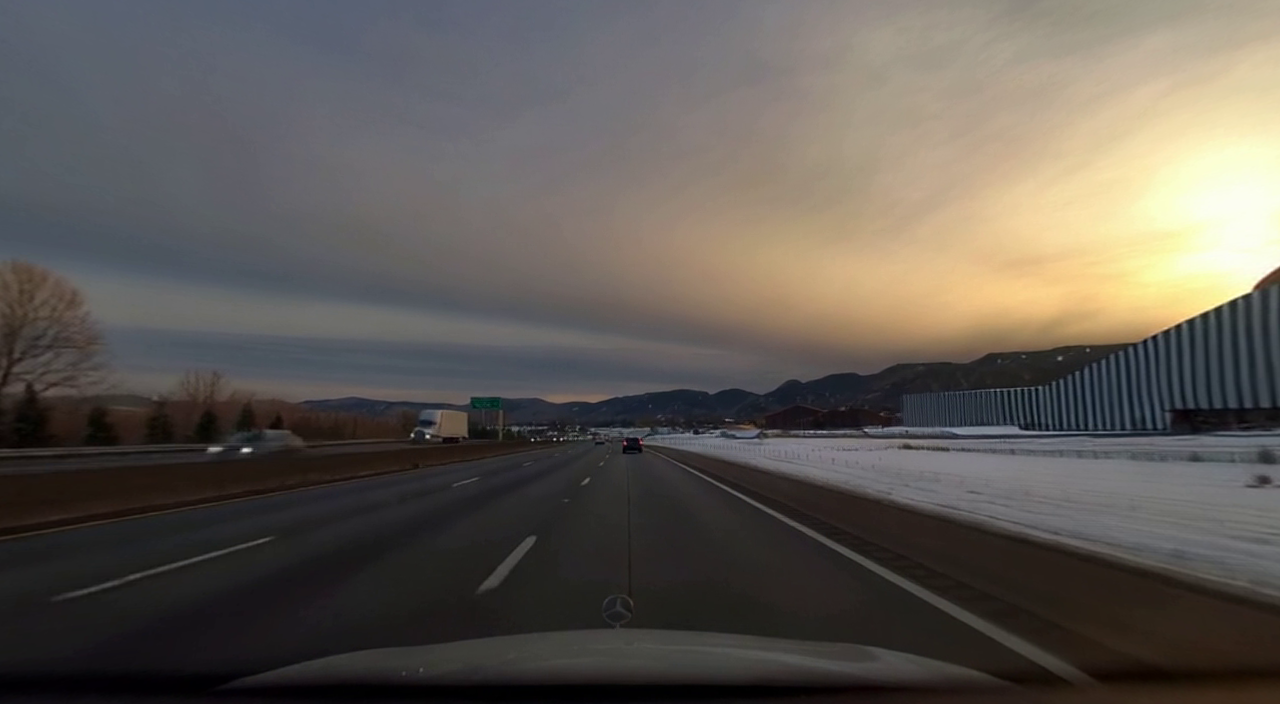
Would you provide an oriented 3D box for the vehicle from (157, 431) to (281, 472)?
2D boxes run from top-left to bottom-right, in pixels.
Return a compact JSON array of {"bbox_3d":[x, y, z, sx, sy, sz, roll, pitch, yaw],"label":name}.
[{"bbox_3d":[-16.444,3.878,24.875,1.844,1.472,4.490,0,-8,-1],"label":"vehicle"}]
